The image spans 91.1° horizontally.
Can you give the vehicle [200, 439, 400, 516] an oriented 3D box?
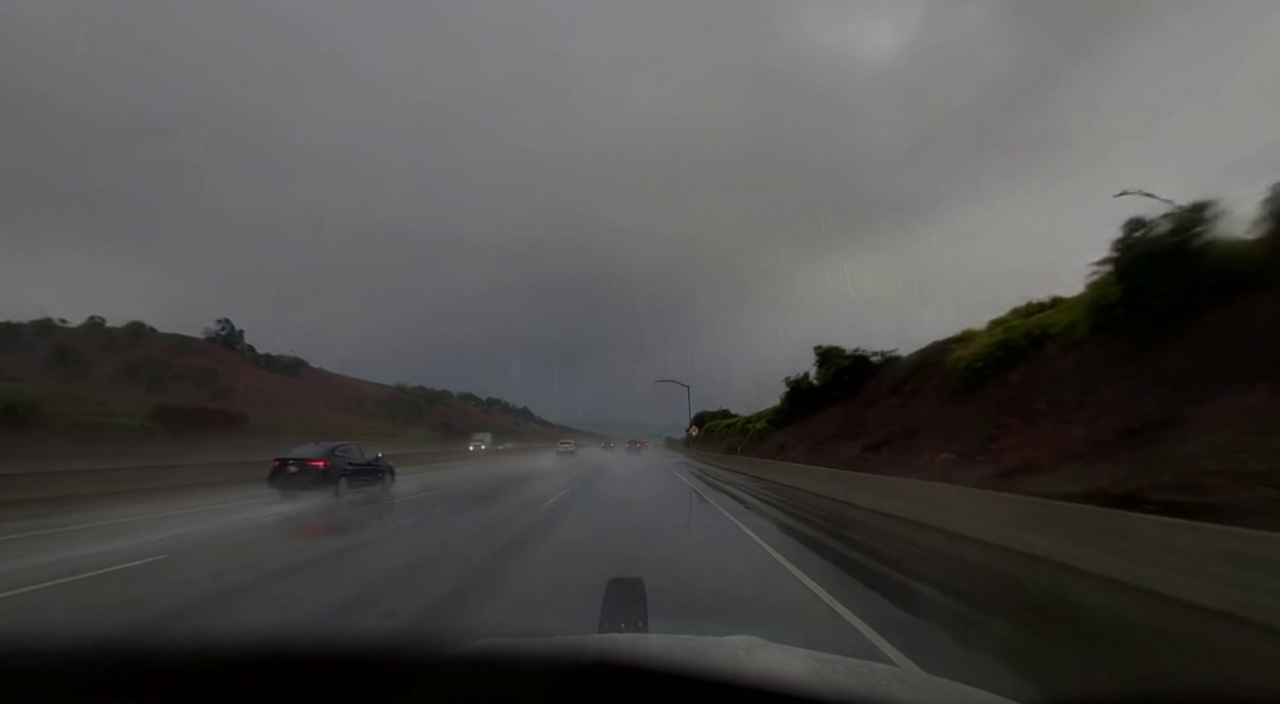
[{"bbox_3d":[-7.449,2.768,14.436,1.949,1.465,4.563,0,-8,1],"label":"vehicle"}]
